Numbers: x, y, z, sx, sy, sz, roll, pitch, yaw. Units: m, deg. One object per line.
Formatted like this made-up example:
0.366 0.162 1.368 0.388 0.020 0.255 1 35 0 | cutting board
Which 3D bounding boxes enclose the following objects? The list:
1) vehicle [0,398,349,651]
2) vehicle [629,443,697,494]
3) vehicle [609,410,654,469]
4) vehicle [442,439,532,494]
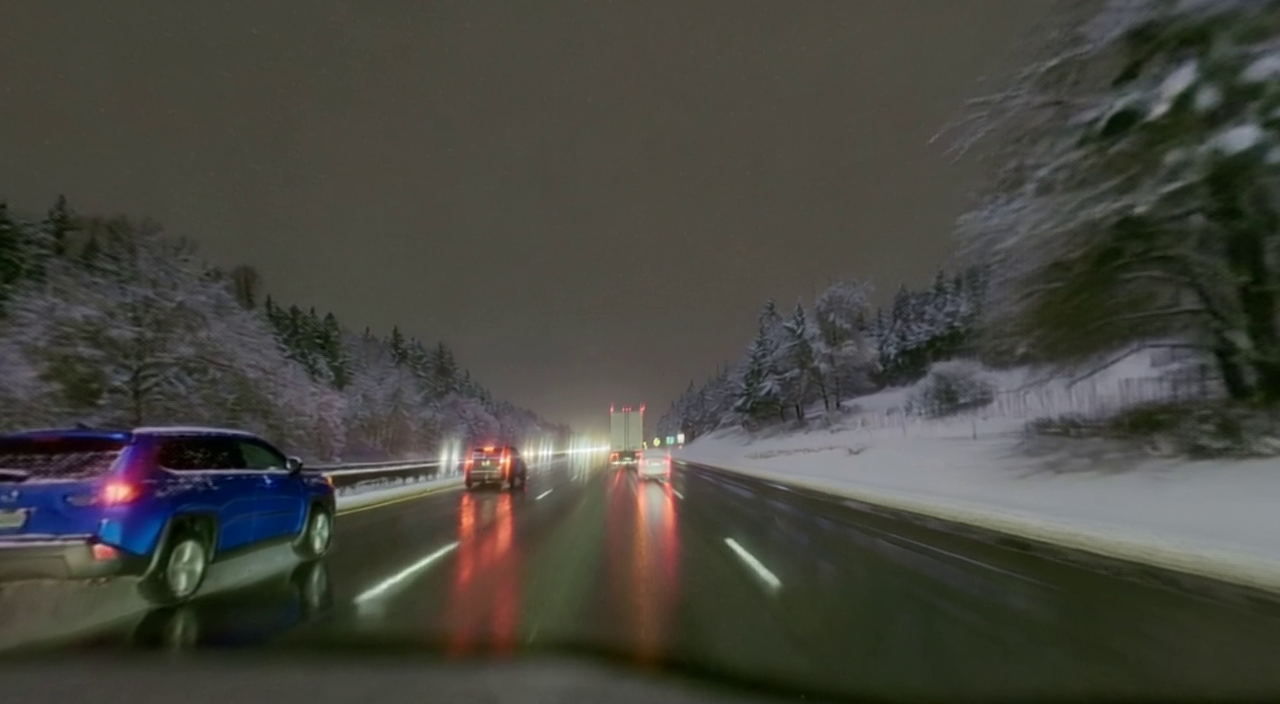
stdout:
-4.974 1.472 6.308 2.100 1.671 4.105 0 -9 0 | vehicle
0.657 3.835 20.954 2.026 1.489 4.045 0 -9 -1 | vehicle
-0.755 6.958 49.154 3.113 4.066 10.786 0 -9 -2 | vehicle
-5.079 3.849 21.456 2.035 1.664 4.064 0 -9 0 | vehicle
